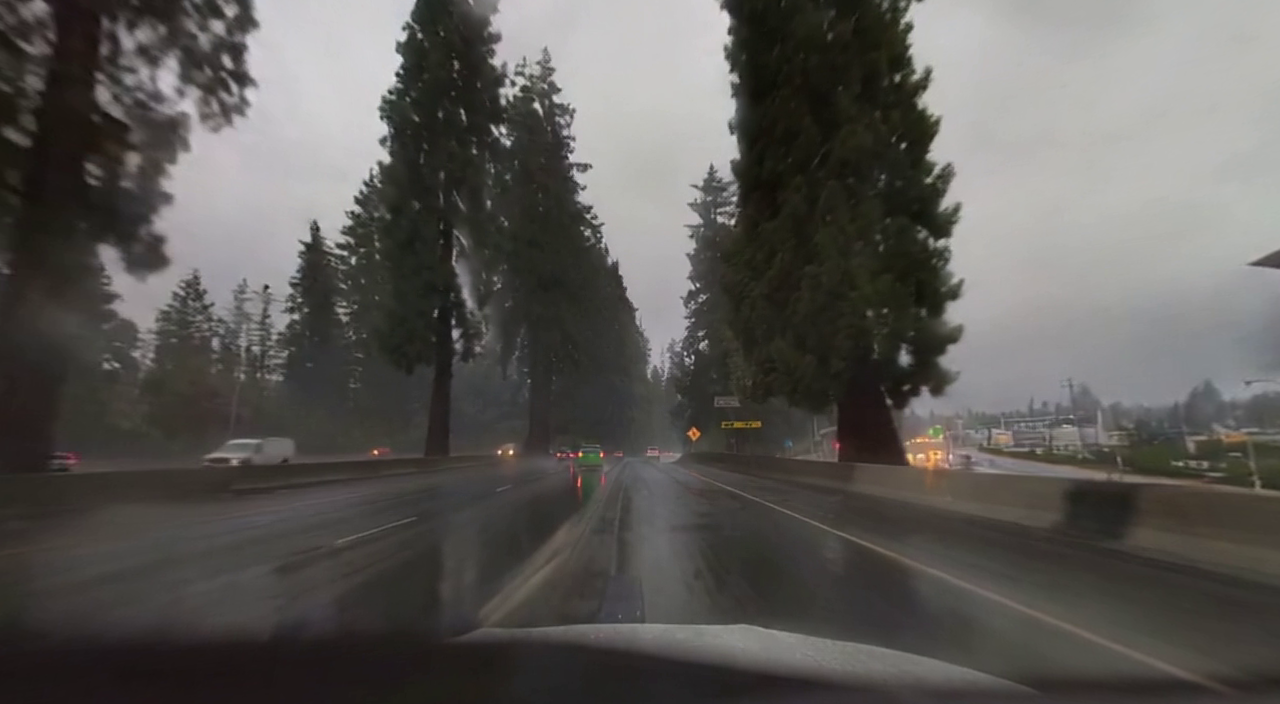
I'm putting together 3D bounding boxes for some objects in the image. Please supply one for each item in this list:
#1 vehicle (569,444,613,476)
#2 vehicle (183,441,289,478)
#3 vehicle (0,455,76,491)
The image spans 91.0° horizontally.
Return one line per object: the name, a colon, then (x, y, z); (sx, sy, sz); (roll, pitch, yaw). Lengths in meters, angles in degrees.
vehicle: (-2.972, 6.641, 39.007); (2.302, 1.810, 4.707); (-1, -9, 1)
vehicle: (-26.079, 6.955, 41.075); (2.619, 2.224, 6.343); (-1, -9, 1)
vehicle: (-37.229, 7.207, 37.818); (2.047, 1.936, 4.918); (0, -9, -1)
